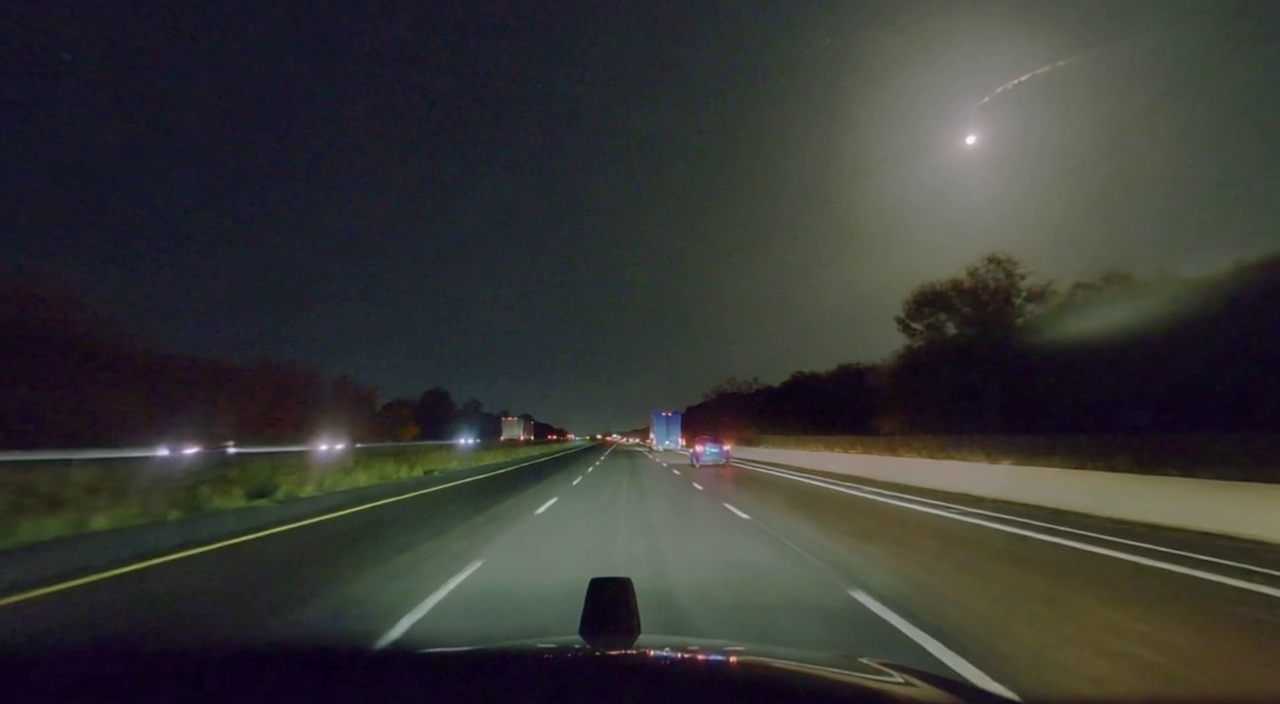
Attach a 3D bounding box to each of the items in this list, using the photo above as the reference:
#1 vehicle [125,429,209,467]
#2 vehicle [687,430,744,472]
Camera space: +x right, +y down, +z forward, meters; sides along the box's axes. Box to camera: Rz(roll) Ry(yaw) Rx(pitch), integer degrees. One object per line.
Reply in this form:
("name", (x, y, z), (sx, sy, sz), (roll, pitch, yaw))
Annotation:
("vehicle", (-36.286, 7.355, 48.577), (2.260, 2.710, 5.363), (0, -8, 0))
("vehicle", (3.578, 4.803, 30.822), (2.076, 1.914, 4.287), (0, -8, -2))
